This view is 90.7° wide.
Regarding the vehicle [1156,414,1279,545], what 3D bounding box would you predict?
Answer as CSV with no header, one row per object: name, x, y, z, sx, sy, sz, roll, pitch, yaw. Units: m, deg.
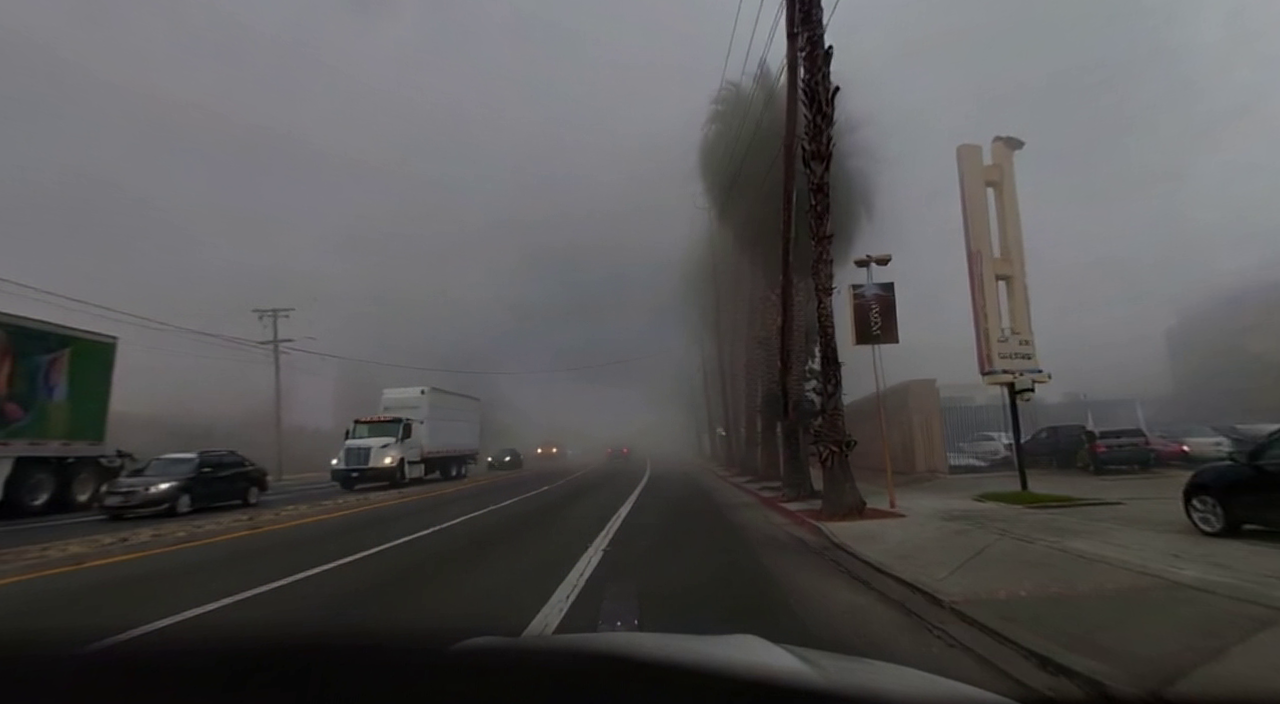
vehicle,8.325,1.367,6.942,1.796,1.490,4.416,-3,-12,5

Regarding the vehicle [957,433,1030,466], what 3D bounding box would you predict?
vehicle,18.009,4.984,32.403,1.697,1.559,3.647,-1,-9,2

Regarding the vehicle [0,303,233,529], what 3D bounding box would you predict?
vehicle,-13.414,0.836,9.507,2.876,4.151,17.071,-1,-9,2

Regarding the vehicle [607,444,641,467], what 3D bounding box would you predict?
vehicle,-1.085,7.356,44.987,2.040,1.492,5.114,-1,-9,3

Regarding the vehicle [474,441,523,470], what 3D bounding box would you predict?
vehicle,-9.128,6.745,41.137,2.004,1.745,4.445,-1,-9,2

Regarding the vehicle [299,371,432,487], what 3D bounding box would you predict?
vehicle,-9.861,2.898,23.161,3.027,3.903,3.372,-1,-10,3
